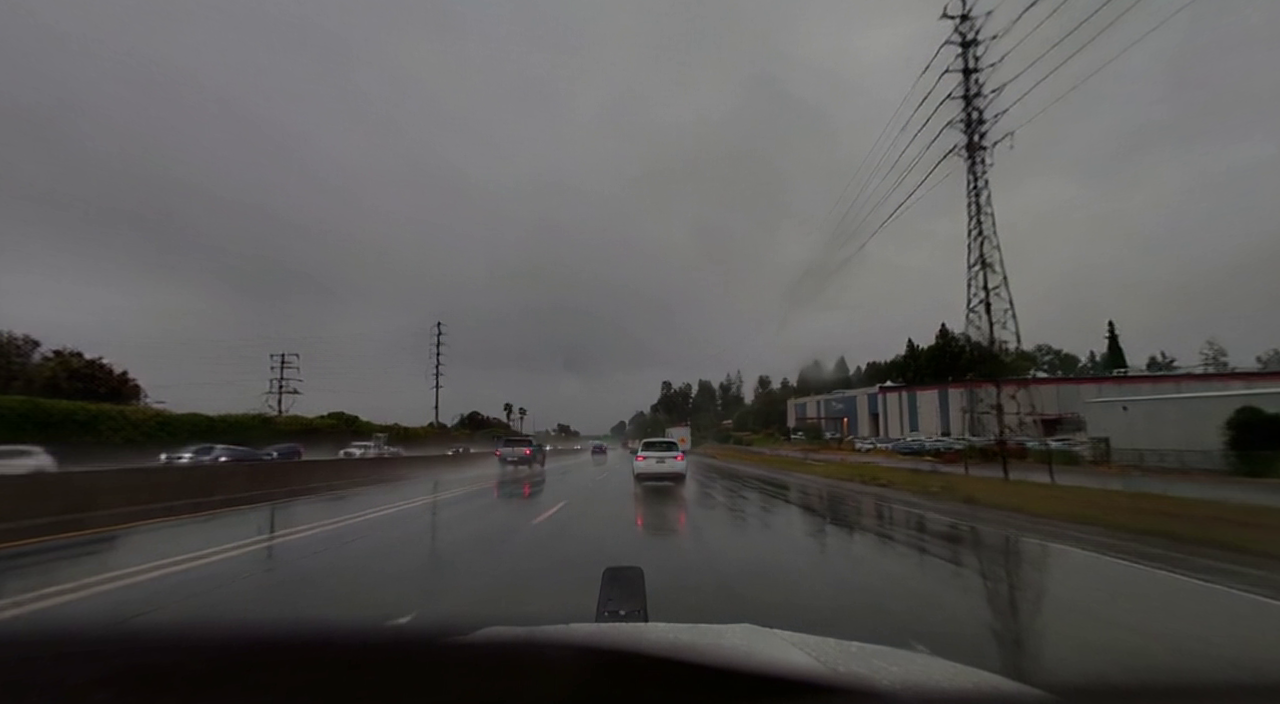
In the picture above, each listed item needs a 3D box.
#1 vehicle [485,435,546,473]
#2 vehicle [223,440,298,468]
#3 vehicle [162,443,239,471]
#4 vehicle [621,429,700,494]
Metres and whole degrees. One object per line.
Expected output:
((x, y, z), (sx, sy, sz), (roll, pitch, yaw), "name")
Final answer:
((-6.516, 5.423, 33.692), (2.220, 1.841, 4.516), (0, -8, 2), "vehicle")
((-28.183, 7.572, 47.115), (2.154, 1.901, 5.667), (0, -8, -1), "vehicle")
((-24.811, 5.921, 35.742), (1.679, 1.481, 3.608), (0, -8, 1), "vehicle")
((0.546, 3.258, 19.142), (2.134, 1.733, 4.049), (0, -8, 0), "vehicle")
